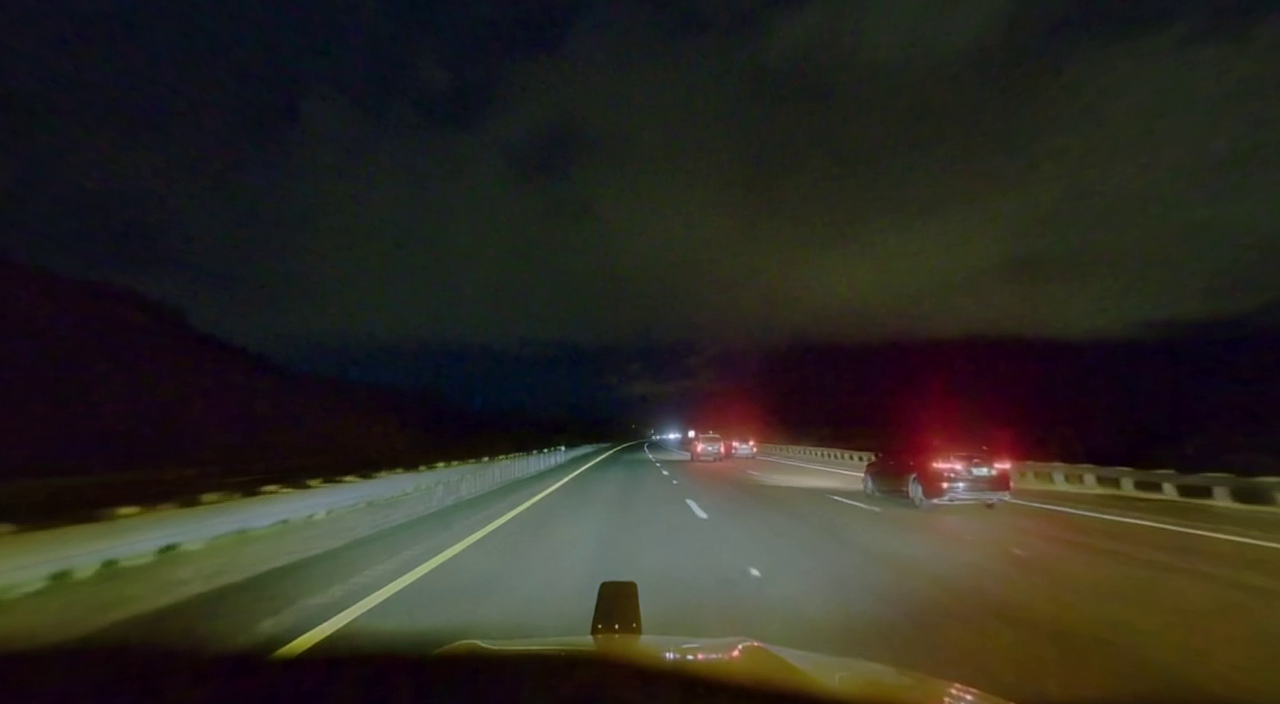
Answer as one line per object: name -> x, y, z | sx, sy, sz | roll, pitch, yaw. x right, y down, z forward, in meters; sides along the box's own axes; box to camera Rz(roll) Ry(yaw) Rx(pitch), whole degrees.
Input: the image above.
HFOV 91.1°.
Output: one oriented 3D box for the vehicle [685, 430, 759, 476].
vehicle -> 2.962, 3.754, 23.734 | 2.084, 1.583, 4.420 | 0, -8, -1
